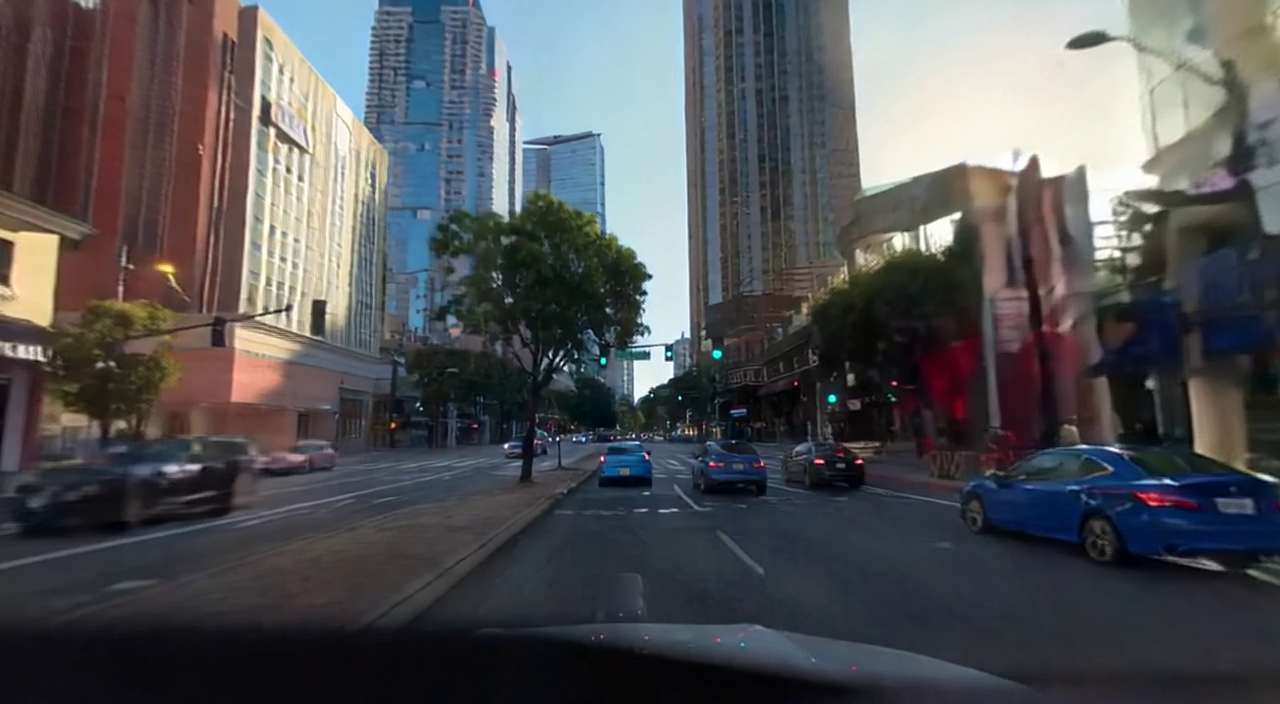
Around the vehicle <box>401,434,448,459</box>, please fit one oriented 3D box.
[{"bbox_3d":[-15.639,6.900,46.162,1.932,1.760,4.422,0,-9,-1],"label":"vehicle"}]

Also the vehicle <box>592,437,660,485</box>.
[{"bbox_3d":[-0.460,3.666,21.497,2.096,1.457,4.160,0,-8,-1],"label":"vehicle"}]

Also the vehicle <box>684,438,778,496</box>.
[{"bbox_3d":[2.492,3.291,18.485,1.987,1.484,4.427,0,-9,-2],"label":"vehicle"}]

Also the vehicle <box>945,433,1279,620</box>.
[{"bbox_3d":[5.774,1.754,7.468,1.914,1.484,4.639,0,-9,-2],"label":"vehicle"}]

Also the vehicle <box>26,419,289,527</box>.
[{"bbox_3d":[-9.349,2.356,12.873,1.827,1.787,4.474,0,-9,-1],"label":"vehicle"}]

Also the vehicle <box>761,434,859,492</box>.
[{"bbox_3d":[5.648,3.739,21.656,2.015,1.745,4.444,0,-9,-2],"label":"vehicle"}]

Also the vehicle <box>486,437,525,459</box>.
[{"bbox_3d":[-10.033,7.220,47.440,1.960,1.568,4.511,0,-9,0],"label":"vehicle"}]
